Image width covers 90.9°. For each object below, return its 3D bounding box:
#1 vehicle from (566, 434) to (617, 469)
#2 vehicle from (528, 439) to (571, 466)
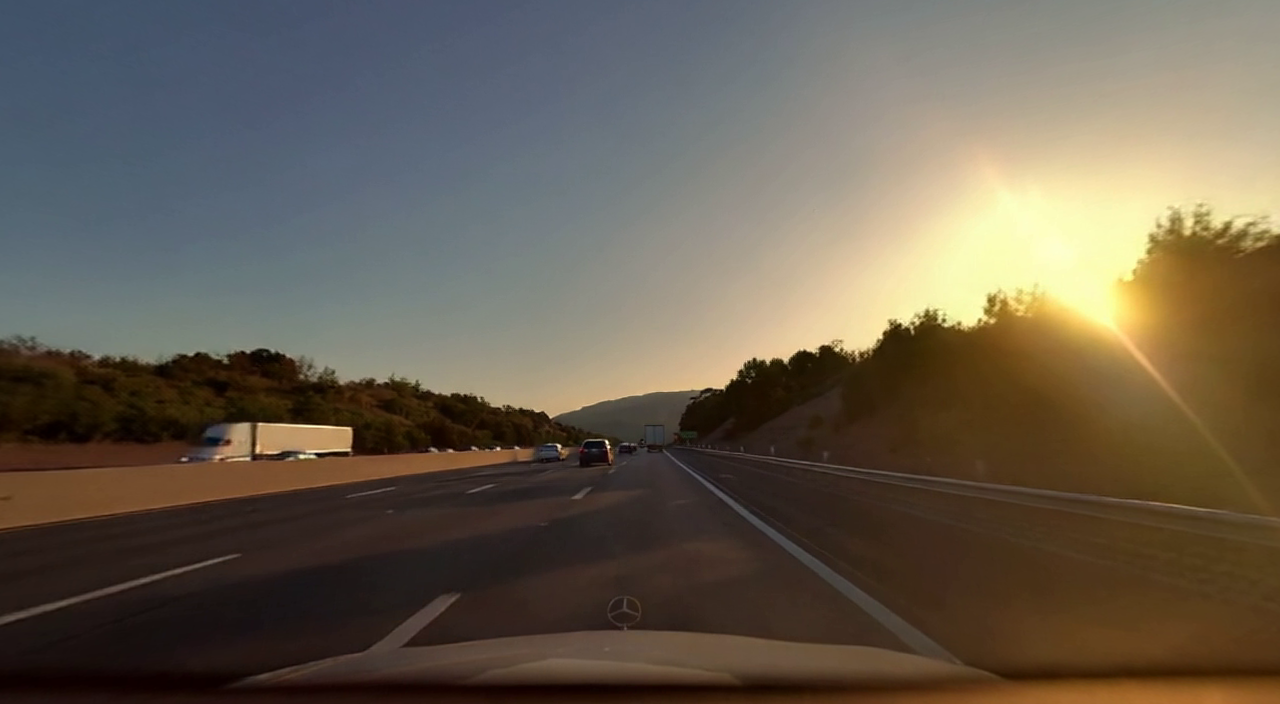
[{"bbox_3d":[-2.618,5.497,35.076,2.283,1.802,4.810,0,-8,2],"label":"vehicle"},{"bbox_3d":[-5.983,6.693,42.097,2.062,1.691,4.278,0,-8,2],"label":"vehicle"}]
